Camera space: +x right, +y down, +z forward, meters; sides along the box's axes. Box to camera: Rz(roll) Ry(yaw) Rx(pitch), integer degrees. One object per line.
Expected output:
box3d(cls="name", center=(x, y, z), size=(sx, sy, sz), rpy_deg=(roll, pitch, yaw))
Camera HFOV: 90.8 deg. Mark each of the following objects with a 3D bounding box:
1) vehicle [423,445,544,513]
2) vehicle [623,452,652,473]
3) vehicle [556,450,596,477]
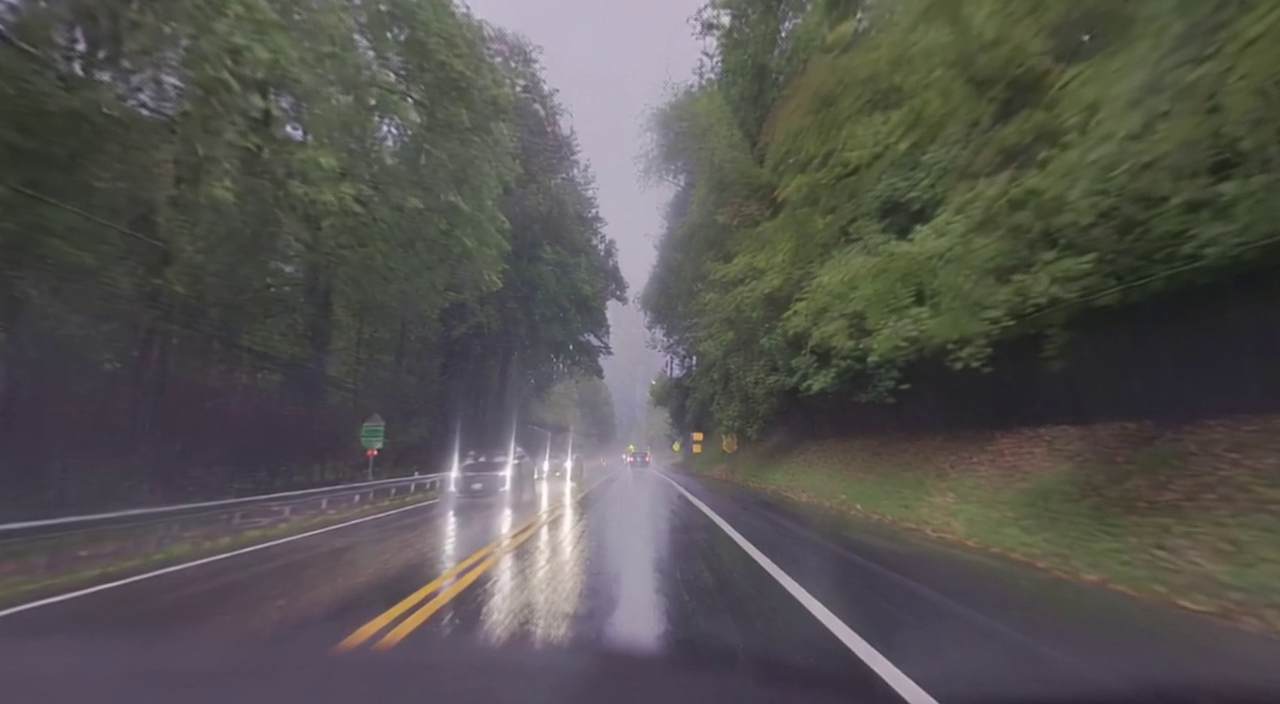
box3d(cls="vehicle", center=(-3.839, 3.178, 16.355), size=(1.981, 1.486, 4.348), rpy_deg=(0, -9, 1))
box3d(cls="vehicle", center=(-0.219, 8.100, 46.488), size=(2.067, 1.486, 3.861), rpy_deg=(0, -9, -1))
box3d(cls="vehicle", center=(-3.908, 6.889, 39.225), size=(2.065, 1.517, 4.225), rpy_deg=(0, -9, 0))
